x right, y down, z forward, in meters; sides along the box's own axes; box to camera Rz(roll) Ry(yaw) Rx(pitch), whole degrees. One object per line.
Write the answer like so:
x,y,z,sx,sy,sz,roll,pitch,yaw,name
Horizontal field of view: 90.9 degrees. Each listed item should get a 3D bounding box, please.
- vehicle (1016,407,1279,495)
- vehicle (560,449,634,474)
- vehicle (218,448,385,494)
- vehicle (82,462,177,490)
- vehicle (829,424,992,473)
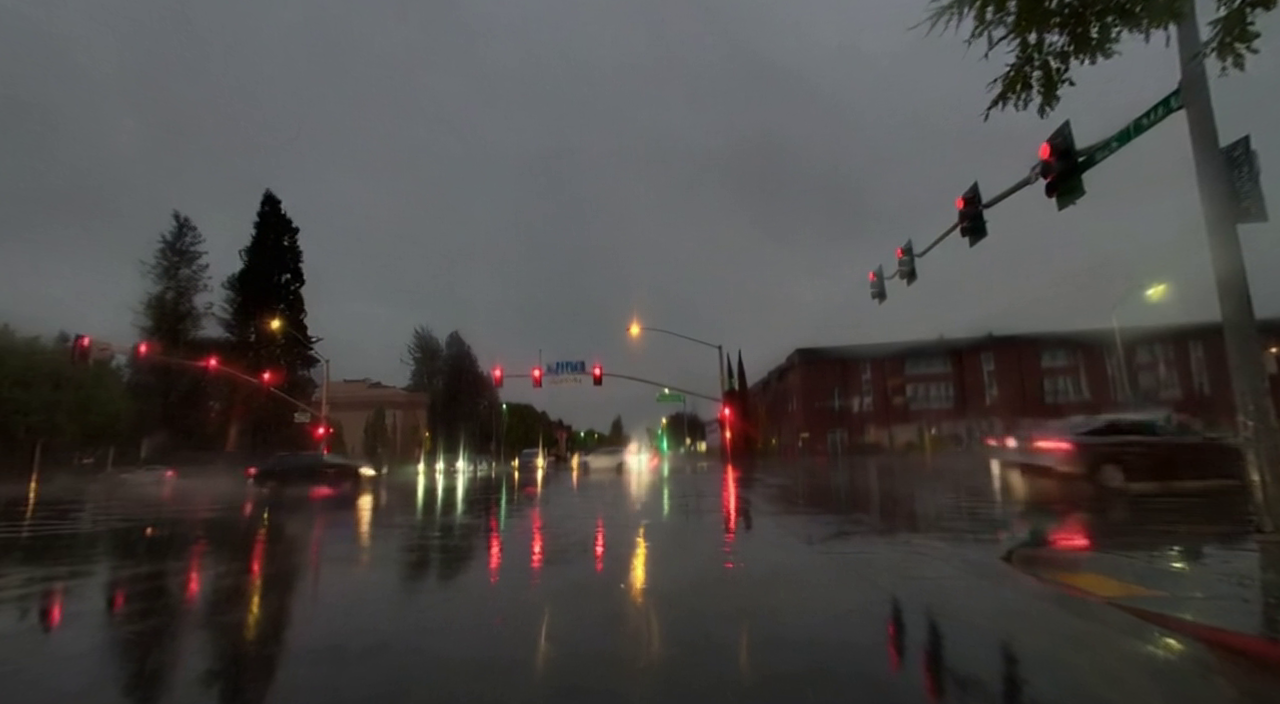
10.226,1.887,12.018,4.808,1.517,1.806,-1,-9,6,vehicle
-2.683,6.873,39.722,4.377,1.491,1.734,-1,-9,6,vehicle
-11.408,4.013,21.416,4.650,1.448,1.892,-1,-9,7,vehicle
-31.357,7.590,38.762,4.397,1.582,1.820,-1,-9,6,vehicle
8.480,3.077,20.120,4.360,1.460,1.834,-1,-9,6,vehicle
